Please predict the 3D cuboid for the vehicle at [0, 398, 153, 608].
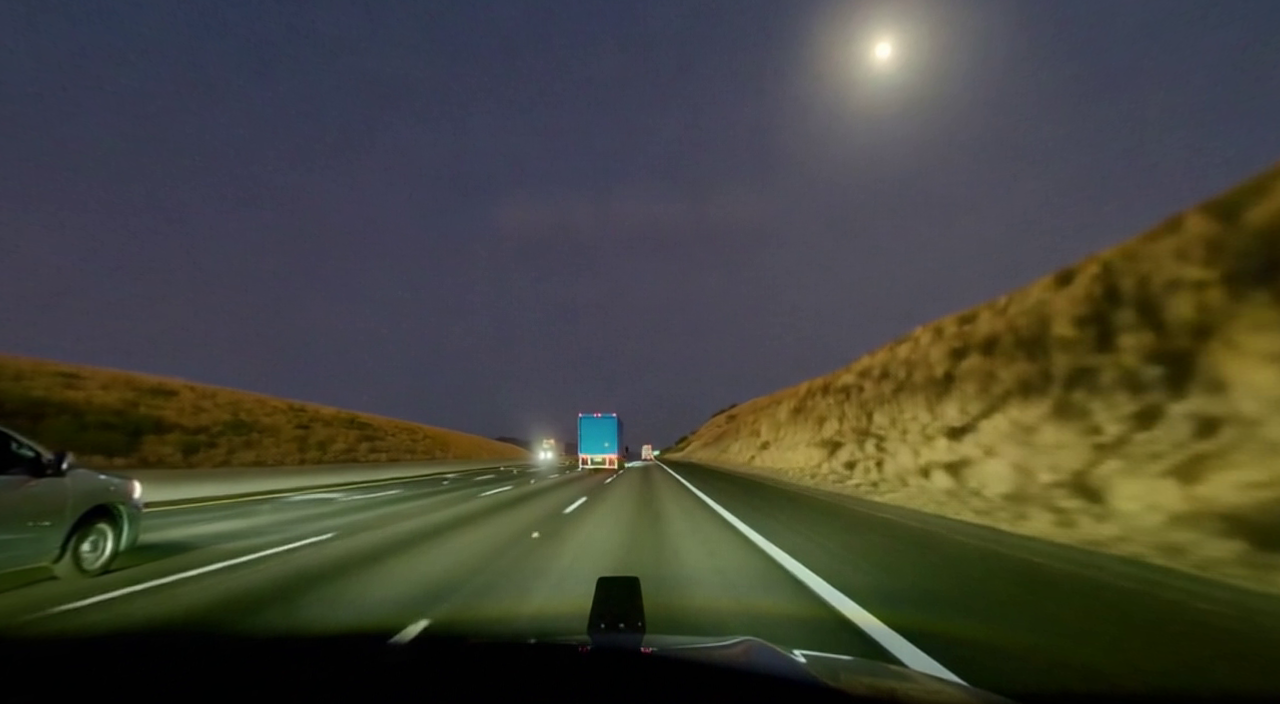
[{"bbox_3d":[-6.834,1.209,4.684,2.175,1.860,5.236,0,-8,1],"label":"vehicle"}]
